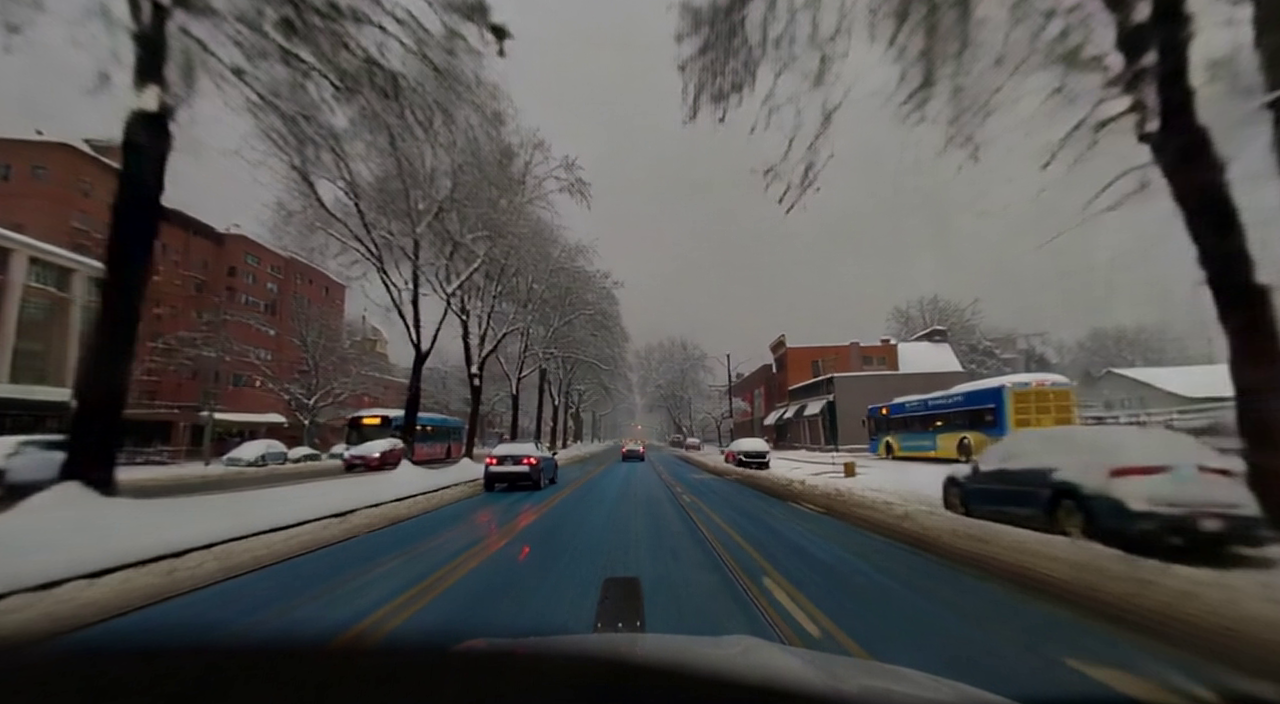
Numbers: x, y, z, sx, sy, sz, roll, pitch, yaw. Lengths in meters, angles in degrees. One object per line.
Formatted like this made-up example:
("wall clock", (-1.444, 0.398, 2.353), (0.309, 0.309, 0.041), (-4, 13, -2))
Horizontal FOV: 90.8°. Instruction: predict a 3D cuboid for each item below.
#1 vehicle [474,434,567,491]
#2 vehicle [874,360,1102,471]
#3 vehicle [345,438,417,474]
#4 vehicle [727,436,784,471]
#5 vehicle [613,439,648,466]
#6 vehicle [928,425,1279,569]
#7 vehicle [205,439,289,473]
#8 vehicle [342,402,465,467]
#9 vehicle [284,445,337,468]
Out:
("vehicle", (-3.456, 3.293, 19.161), (1.934, 1.522, 4.287), (0, -8, 1))
("vehicle", (17.749, 3.780, 34.976), (3.225, 4.571, 16.558), (-3, -8, 0))
("vehicle", (-12.035, 4.848, 29.633), (1.797, 1.532, 3.869), (0, -8, -1))
("vehicle", (6.410, 5.695, 35.860), (2.206, 1.803, 5.753), (0, -8, 1))
("vehicle", (-0.510, 5.993, 37.766), (1.999, 1.520, 3.896), (0, -8, 0))
("vehicle", (6.314, 1.924, 9.194), (2.130, 1.584, 4.181), (0, -8, -2))
("vehicle", (-22.223, 5.872, 35.966), (2.051, 1.761, 4.345), (0, -8, -2))
("vehicle", (-15.542, 5.752, 43.371), (3.303, 3.710, 13.912), (0, -8, -1))
("vehicle", (-22.125, 7.032, 42.585), (1.655, 1.455, 3.653), (0, -9, -2))
